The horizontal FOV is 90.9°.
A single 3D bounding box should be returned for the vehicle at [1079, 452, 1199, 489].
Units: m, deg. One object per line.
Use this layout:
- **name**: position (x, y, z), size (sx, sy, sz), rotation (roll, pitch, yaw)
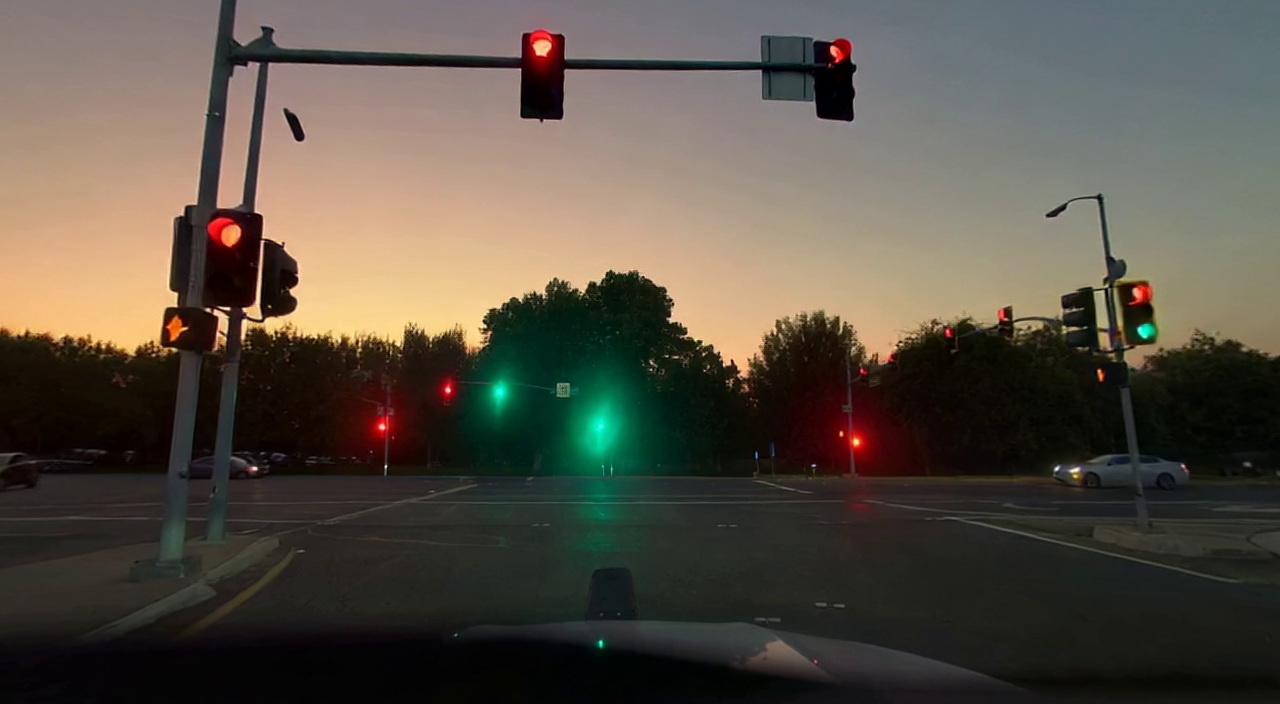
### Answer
- **vehicle**: position (23.038, 5.483, 29.167), size (3.998, 1.590, 1.936), rotation (1, -11, -6)
